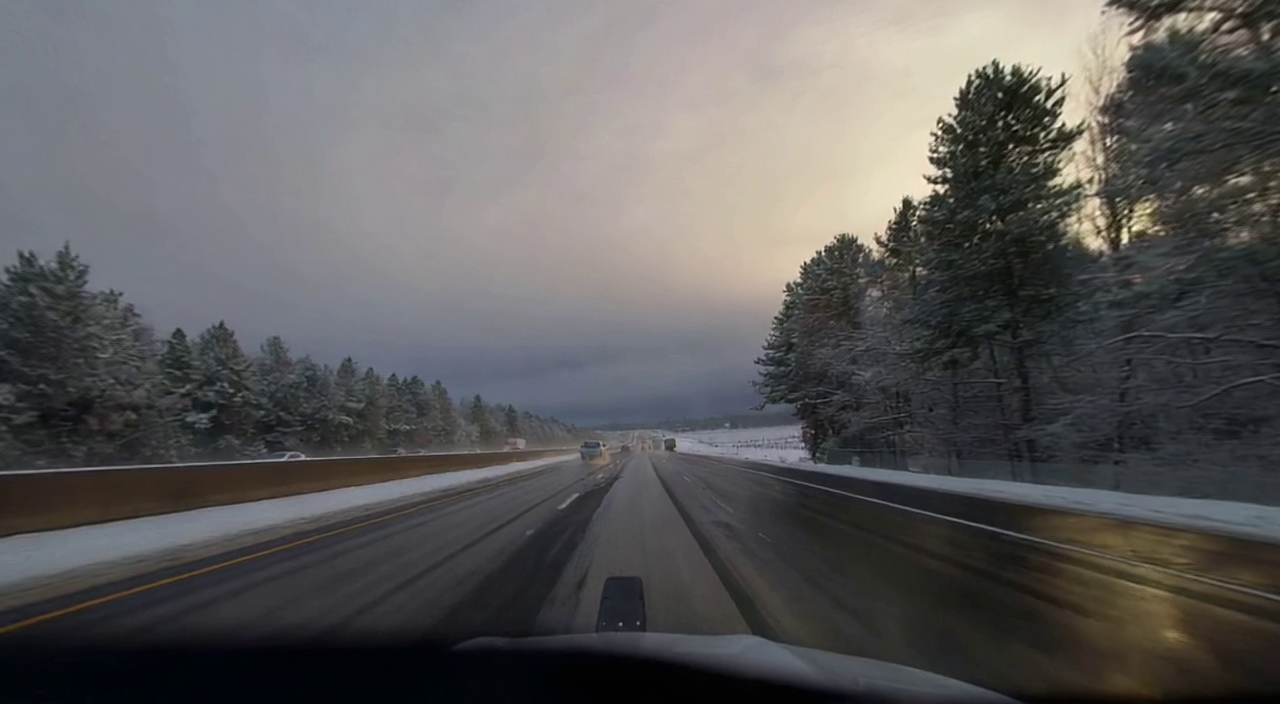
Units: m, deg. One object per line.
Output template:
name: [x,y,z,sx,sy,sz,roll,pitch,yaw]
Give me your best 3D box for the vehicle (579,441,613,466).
vehicle: [-3.201,7.512,46.770,2.166,1.723,4.267,0,-9,1]
